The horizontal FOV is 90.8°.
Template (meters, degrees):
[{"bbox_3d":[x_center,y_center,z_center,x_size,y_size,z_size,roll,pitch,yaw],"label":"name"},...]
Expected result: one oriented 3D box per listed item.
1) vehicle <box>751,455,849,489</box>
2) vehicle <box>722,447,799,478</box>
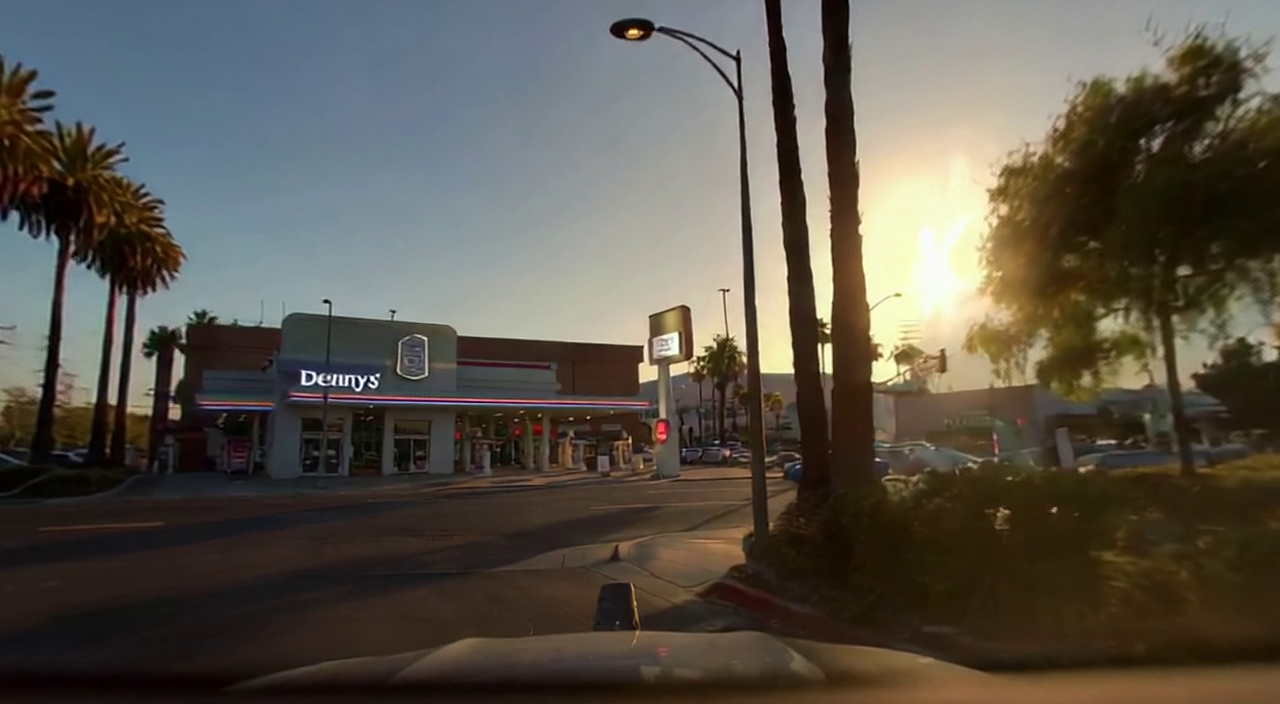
[{"bbox_3d":[8.078,6.062,31.897,4.570,1.480,1.873,6,-10,-20],"label":"vehicle"},{"bbox_3d":[8.405,7.641,43.957,4.880,1.754,2.202,2,-4,-25],"label":"vehicle"}]
